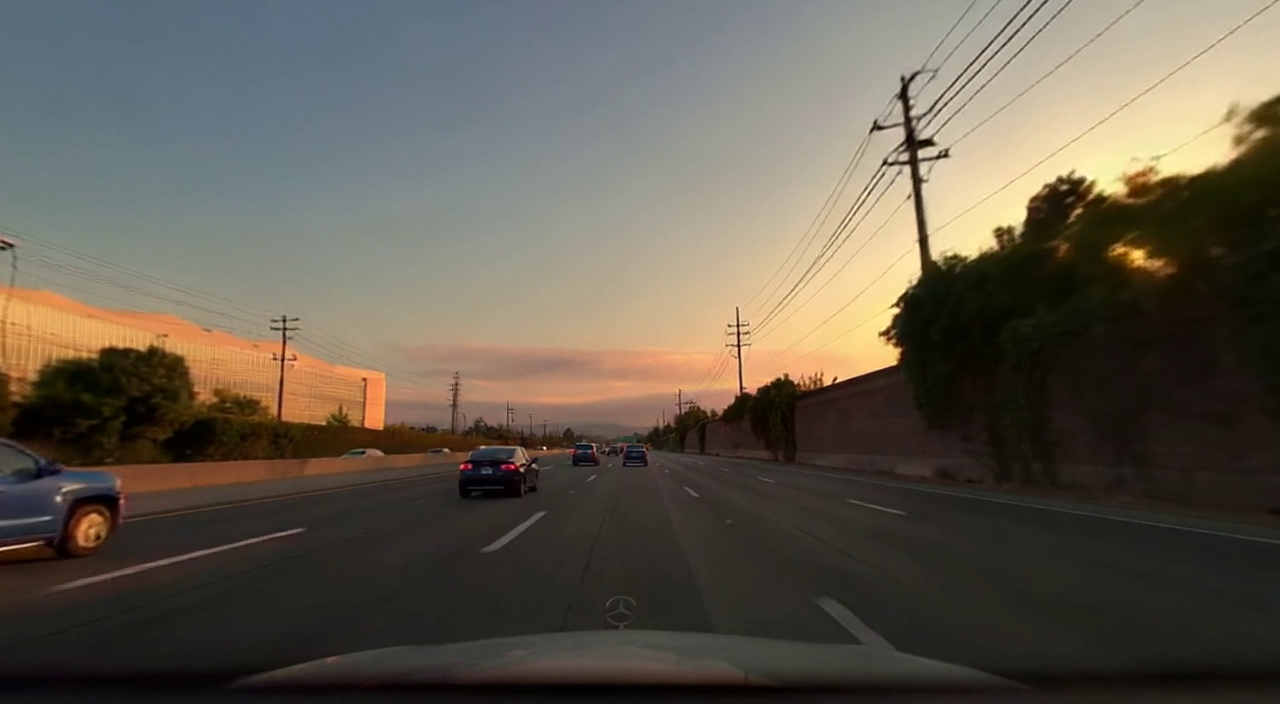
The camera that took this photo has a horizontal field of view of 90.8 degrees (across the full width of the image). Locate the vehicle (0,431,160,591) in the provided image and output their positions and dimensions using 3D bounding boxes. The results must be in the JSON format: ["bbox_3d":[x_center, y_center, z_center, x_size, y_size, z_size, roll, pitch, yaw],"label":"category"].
[{"bbox_3d":[-7.021,1.433,5.502,1.959,1.496,4.740,0,-8,0],"label":"vehicle"}]

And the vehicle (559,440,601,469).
[{"bbox_3d":[-3.822,6.602,40.824,2.244,1.752,4.439,0,-8,0],"label":"vehicle"}]

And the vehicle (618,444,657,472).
[{"bbox_3d":[-0.140,5.857,35.099,2.030,1.471,4.115,0,-8,0],"label":"vehicle"}]

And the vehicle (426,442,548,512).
[{"bbox_3d":[-3.575,2.976,15.584,1.938,1.444,4.206,0,-8,0],"label":"vehicle"}]
